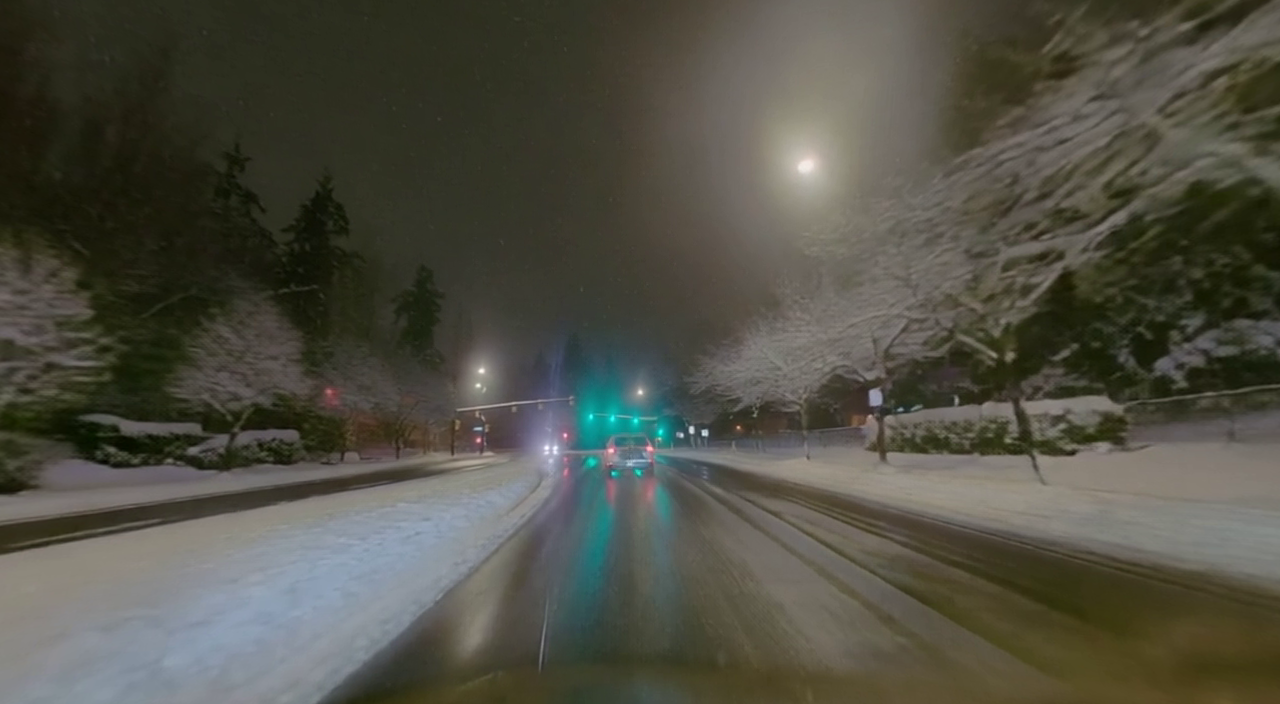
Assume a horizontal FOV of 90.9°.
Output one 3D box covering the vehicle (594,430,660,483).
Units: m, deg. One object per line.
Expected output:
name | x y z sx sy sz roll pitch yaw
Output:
vehicle | -0.464 3.768 22.921 2.192 1.734 4.176 0 -8 -1
